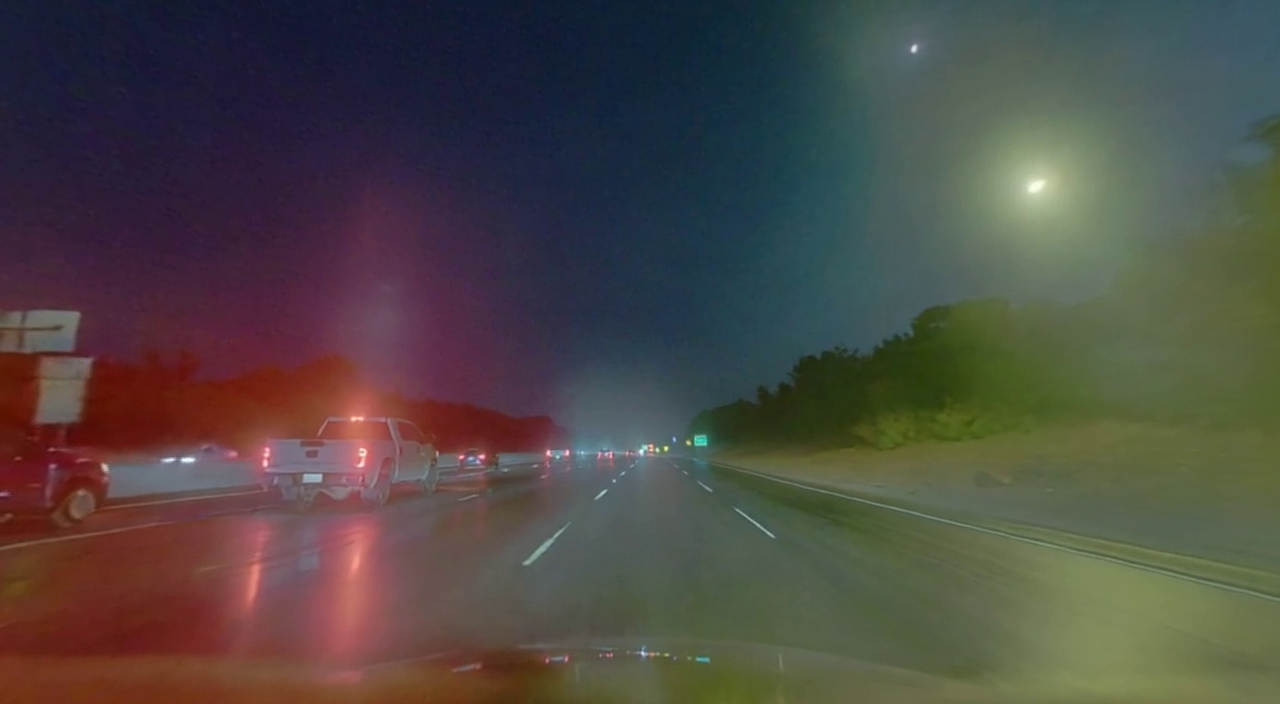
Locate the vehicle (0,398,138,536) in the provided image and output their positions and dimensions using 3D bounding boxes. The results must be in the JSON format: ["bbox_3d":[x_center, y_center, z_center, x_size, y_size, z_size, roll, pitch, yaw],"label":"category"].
[{"bbox_3d":[-10.293,1.513,8.136,2.576,1.922,6.067,0,-8,1],"label":"vehicle"}]

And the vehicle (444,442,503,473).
[{"bbox_3d":[-9.540,6.082,36.570,2.060,1.662,4.469,0,-8,2],"label":"vehicle"}]

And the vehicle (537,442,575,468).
[{"bbox_3d":[-5.944,7.328,45.136,2.009,1.735,4.358,0,-8,1],"label":"vehicle"}]

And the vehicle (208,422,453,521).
[{"bbox_3d":[-6.502,2.608,14.534,2.403,1.773,6.276,0,-8,1],"label":"vehicle"}]
